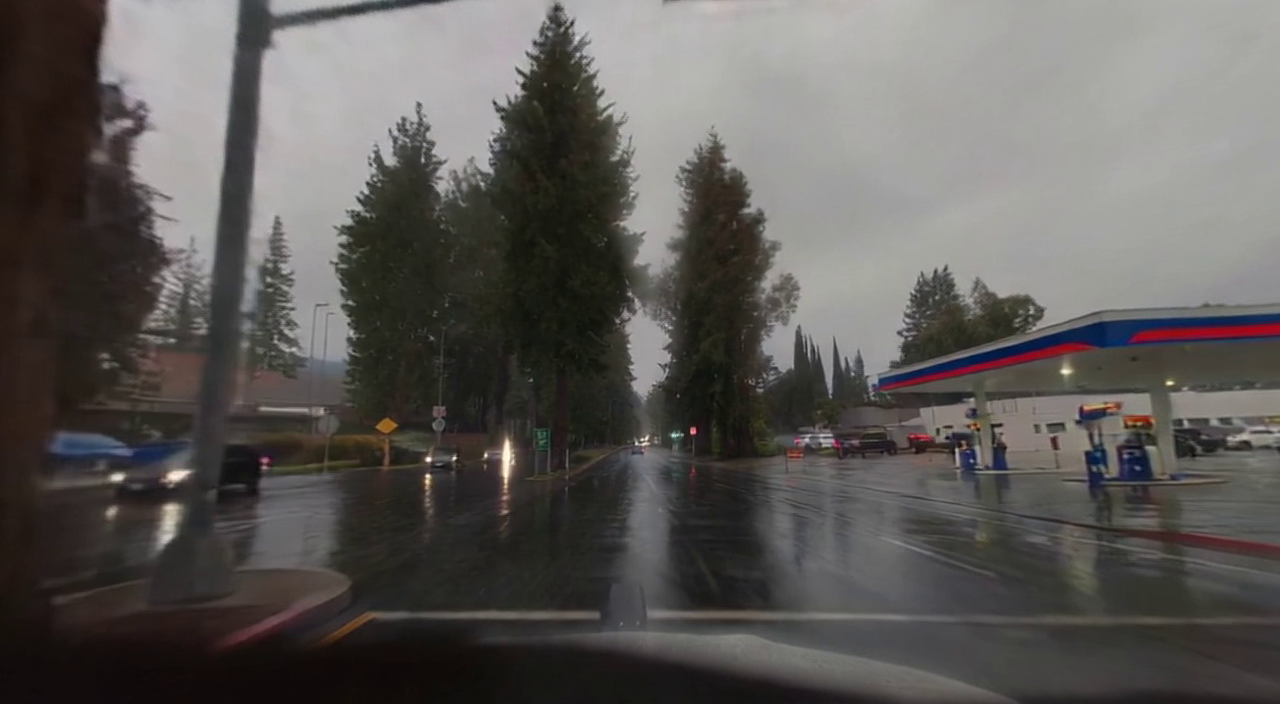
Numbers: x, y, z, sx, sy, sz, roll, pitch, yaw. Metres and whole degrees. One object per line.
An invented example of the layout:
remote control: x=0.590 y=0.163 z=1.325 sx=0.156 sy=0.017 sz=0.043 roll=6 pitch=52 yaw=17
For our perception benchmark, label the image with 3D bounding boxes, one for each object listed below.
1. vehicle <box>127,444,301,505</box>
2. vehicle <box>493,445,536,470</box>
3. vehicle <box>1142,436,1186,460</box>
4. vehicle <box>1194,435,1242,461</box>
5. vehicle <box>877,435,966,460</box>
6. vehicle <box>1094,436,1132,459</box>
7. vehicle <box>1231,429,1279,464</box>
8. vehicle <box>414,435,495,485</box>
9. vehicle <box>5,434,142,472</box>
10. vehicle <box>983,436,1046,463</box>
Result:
vehicle: x=-11.497 y=3.297 z=17.520 sx=1.909 sy=1.469 sz=4.370 roll=0 pitch=-9 yaw=-3
vehicle: x=-8.072 y=6.821 z=41.020 sx=1.982 sy=1.465 sz=4.376 roll=0 pitch=-9 yaw=-1
vehicle: x=34.489 y=6.301 z=41.526 sx=1.969 sy=1.482 sz=4.815 roll=-7 pitch=-11 yaw=40
vehicle: x=36.535 y=6.053 z=39.996 sx=1.705 sy=1.440 sz=3.741 roll=-8 pitch=-9 yaw=36
vehicle: x=18.879 y=6.401 z=42.485 sx=4.868 sy=1.610 sz=2.223 roll=0 pitch=-9 yaw=-3
vehicle: x=32.458 y=6.544 z=43.322 sx=1.894 sy=1.434 sz=4.308 roll=-7 pitch=-11 yaw=37
vehicle: x=28.578 y=4.338 z=28.993 sx=1.815 sy=1.480 sz=4.406 roll=-8 pitch=-11 yaw=41
vehicle: x=-7.089 y=4.150 z=24.662 sx=1.987 sy=1.747 sz=4.545 roll=0 pitch=-9 yaw=-3
vehicle: x=-28.719 y=5.114 z=32.266 sx=4.938 sy=1.778 sz=1.954 roll=7 pitch=-11 yaw=-40
vehicle: x=21.381 y=5.541 z=36.021 sx=1.916 sy=1.434 sz=4.557 roll=-9 pitch=-12 yaw=44
